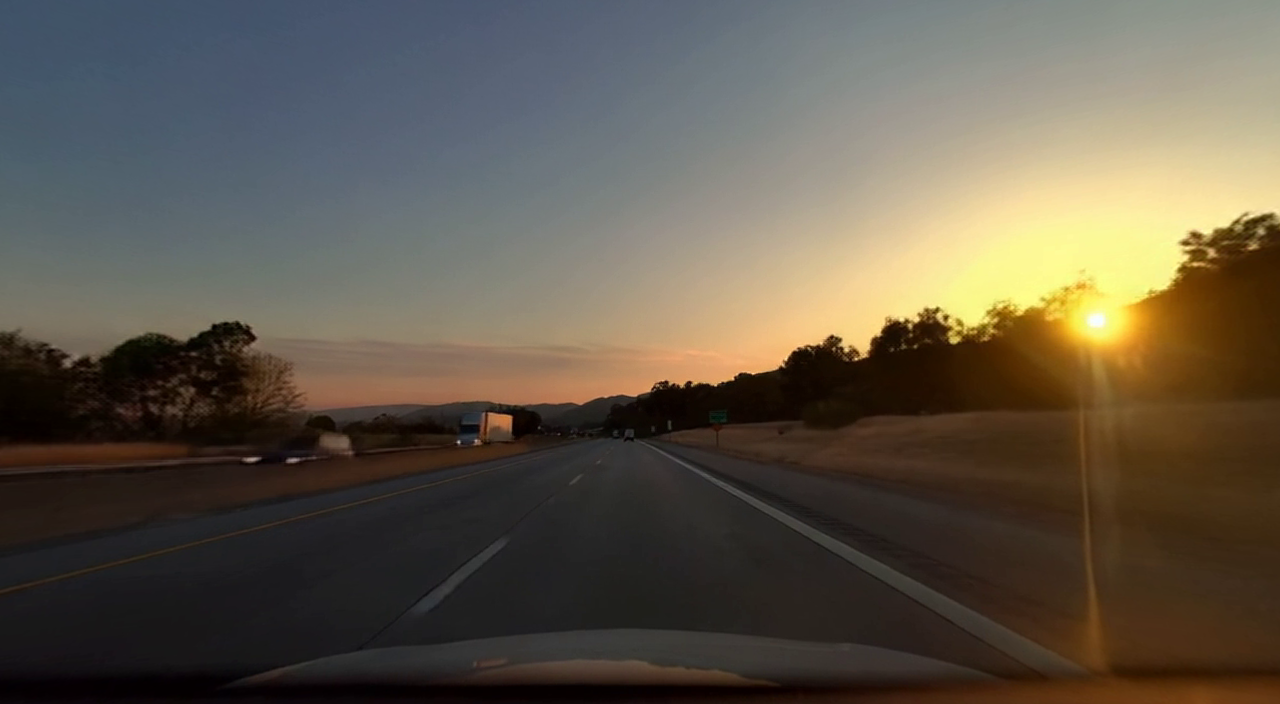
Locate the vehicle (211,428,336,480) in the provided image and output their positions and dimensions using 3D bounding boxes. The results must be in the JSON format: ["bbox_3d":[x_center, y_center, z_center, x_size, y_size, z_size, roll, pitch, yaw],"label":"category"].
[{"bbox_3d":[-12.607,3.506,21.991,1.916,1.646,4.122,0,-8,-1],"label":"vehicle"}]
